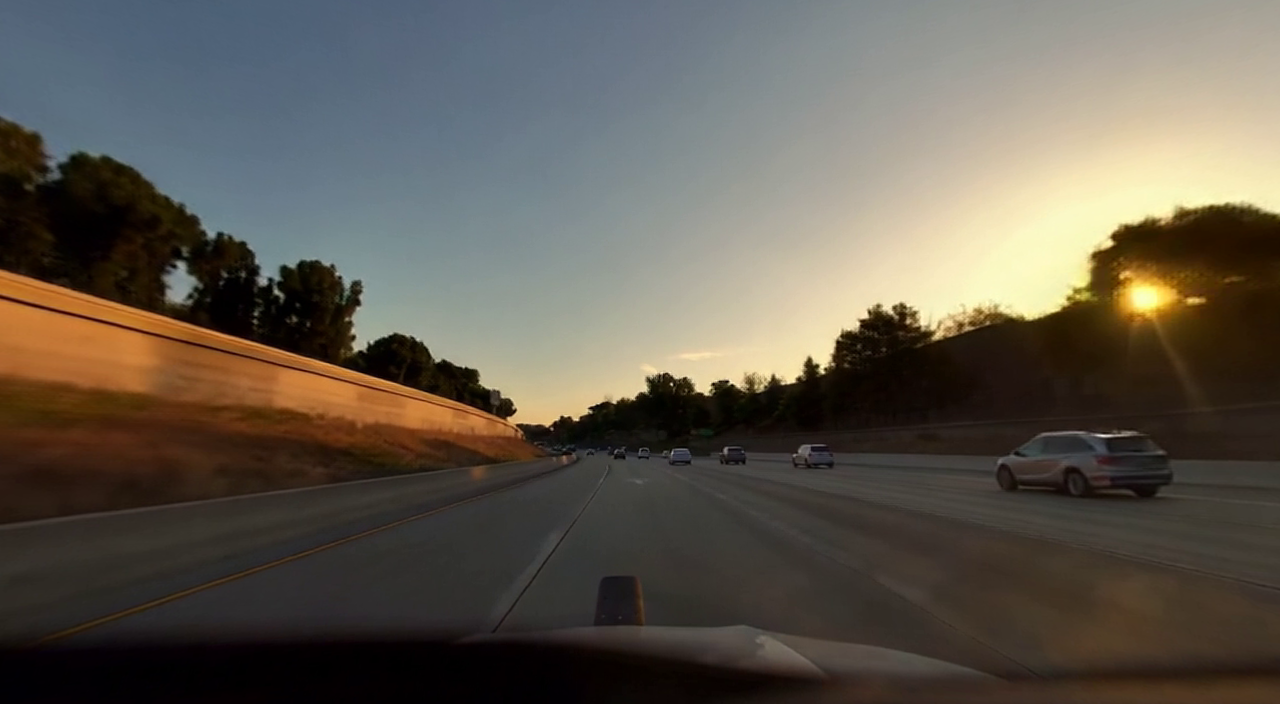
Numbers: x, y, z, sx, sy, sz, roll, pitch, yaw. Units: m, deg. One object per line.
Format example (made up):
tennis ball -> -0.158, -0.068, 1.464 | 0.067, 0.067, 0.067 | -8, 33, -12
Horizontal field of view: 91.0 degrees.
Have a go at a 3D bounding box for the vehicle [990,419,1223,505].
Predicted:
vehicle -> 10.881, 2.594, 15.252 | 2.077, 1.763, 4.472 | 0, -8, -2

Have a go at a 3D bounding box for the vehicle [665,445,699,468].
vehicle -> 2.851, 7.218, 43.514 | 1.934, 1.491, 3.982 | 0, -8, -3

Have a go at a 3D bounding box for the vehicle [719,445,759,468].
vehicle -> 6.909, 7.321, 44.332 | 1.904, 1.488, 4.299 | 0, -8, -3

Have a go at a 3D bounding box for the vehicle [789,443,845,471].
vehicle -> 10.654, 6.333, 38.256 | 1.987, 1.546, 4.271 | 0, -8, -3
